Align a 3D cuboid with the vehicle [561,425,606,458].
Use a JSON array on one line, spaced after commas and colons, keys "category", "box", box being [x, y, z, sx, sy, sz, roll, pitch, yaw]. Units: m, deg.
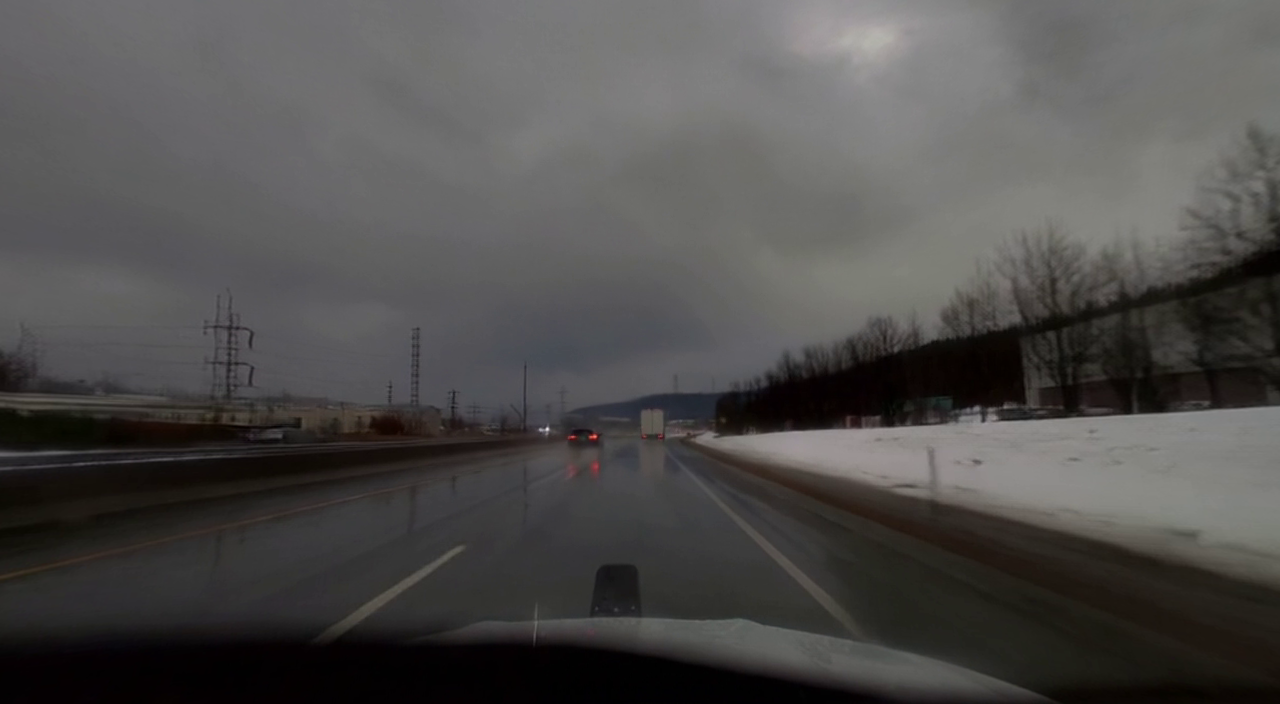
[{"category": "vehicle", "box": [-3.001, 4.864, 34.254, 2.018, 1.678, 4.312, 0, -8, 1]}]
